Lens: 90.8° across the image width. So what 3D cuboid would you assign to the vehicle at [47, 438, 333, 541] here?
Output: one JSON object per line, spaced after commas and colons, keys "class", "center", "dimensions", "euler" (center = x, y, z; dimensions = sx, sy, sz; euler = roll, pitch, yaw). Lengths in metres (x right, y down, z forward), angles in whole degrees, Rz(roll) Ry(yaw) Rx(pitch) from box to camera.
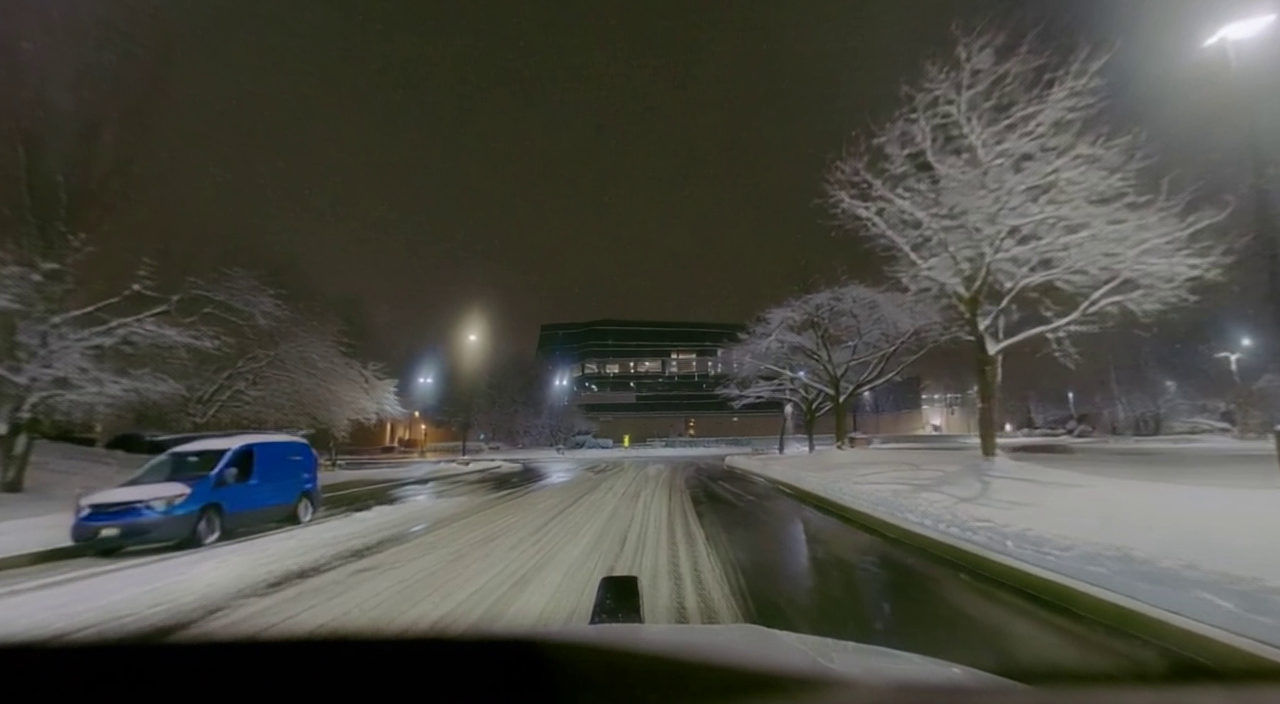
{"class": "vehicle", "center": [-8.896, 2.699, 13.299], "dimensions": [2.360, 1.741, 4.912], "euler": [0, -8, 1]}
